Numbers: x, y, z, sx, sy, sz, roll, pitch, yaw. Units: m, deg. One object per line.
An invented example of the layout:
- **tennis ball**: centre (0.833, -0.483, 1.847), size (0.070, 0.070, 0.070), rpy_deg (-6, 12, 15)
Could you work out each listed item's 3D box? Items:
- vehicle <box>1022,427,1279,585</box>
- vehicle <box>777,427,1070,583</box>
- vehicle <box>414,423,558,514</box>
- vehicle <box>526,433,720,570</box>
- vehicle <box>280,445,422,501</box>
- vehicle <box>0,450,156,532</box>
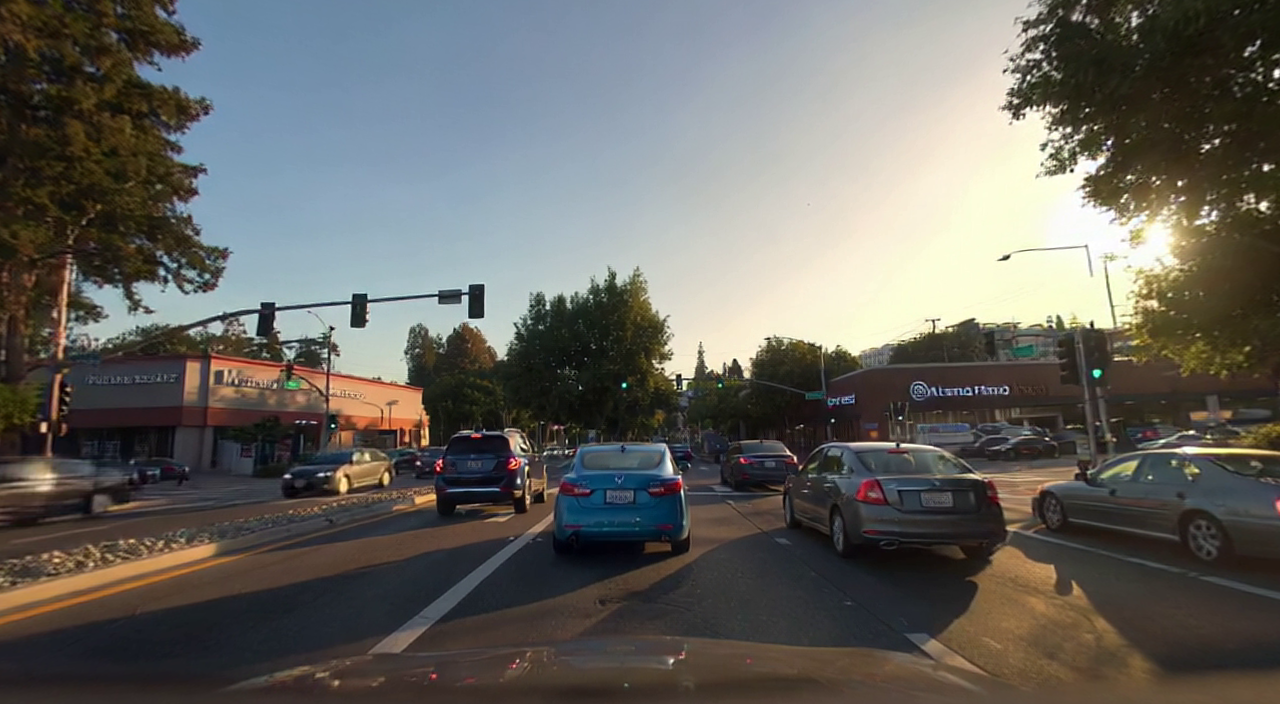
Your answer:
- **vehicle**: centre (7.194, 1.742, 7.834), size (2.004, 1.508, 4.646), rpy_deg (0, -8, 0)
- **vehicle**: centre (3.245, 1.814, 8.342), size (2.020, 1.513, 4.120), rpy_deg (0, -8, 1)
- **vehicle**: centre (-3.439, 2.729, 15.379), size (2.160, 1.823, 5.115), rpy_deg (0, -8, 1)
- **vehicle**: centre (-0.149, 1.921, 8.883), size (2.098, 1.477, 3.897), rpy_deg (0, -8, 1)
- **vehicle**: centre (-8.351, 3.502, 18.819), size (2.045, 1.438, 4.480), rpy_deg (0, -8, 1)
- **vehicle**: centre (-12.631, 2.760, 12.924), size (1.872, 1.463, 4.455), rpy_deg (0, -8, 1)
